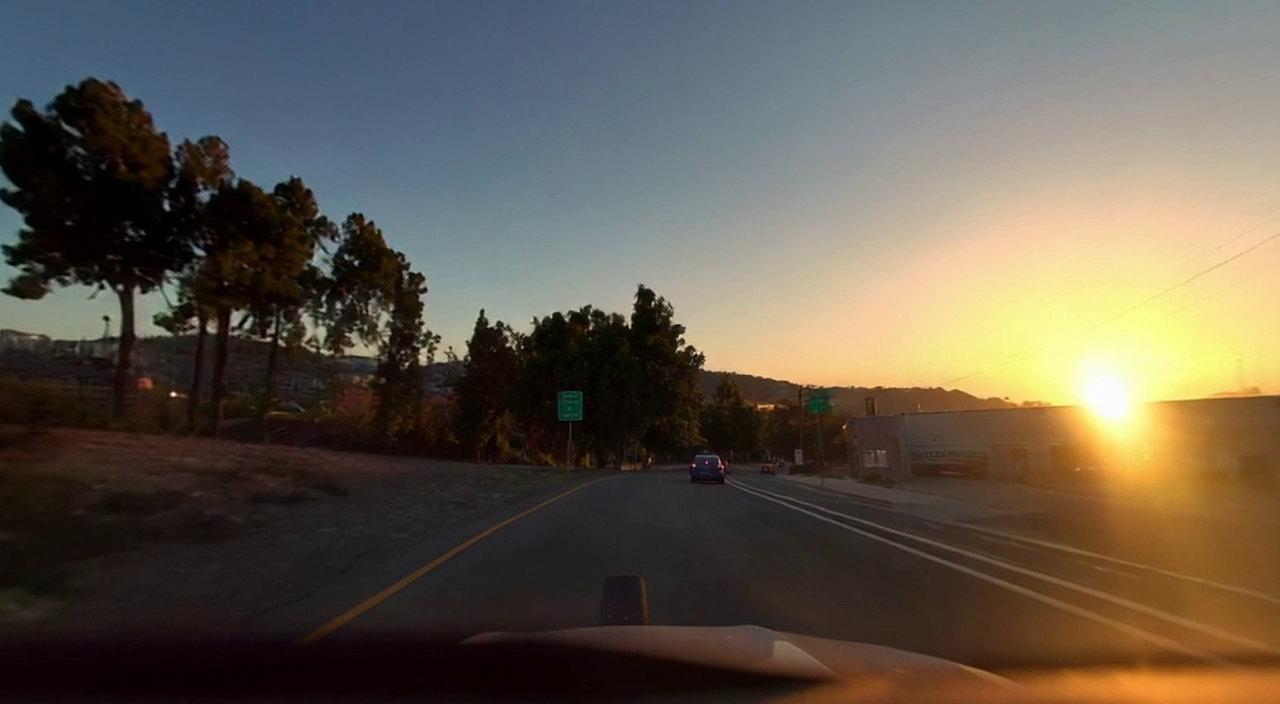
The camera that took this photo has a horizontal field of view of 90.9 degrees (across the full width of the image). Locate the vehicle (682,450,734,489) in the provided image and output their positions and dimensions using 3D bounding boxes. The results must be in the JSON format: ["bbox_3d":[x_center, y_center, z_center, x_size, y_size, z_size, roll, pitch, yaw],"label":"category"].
[{"bbox_3d":[2.895,5.116,27.842,1.956,1.473,4.640,0,-8,2],"label":"vehicle"}]
